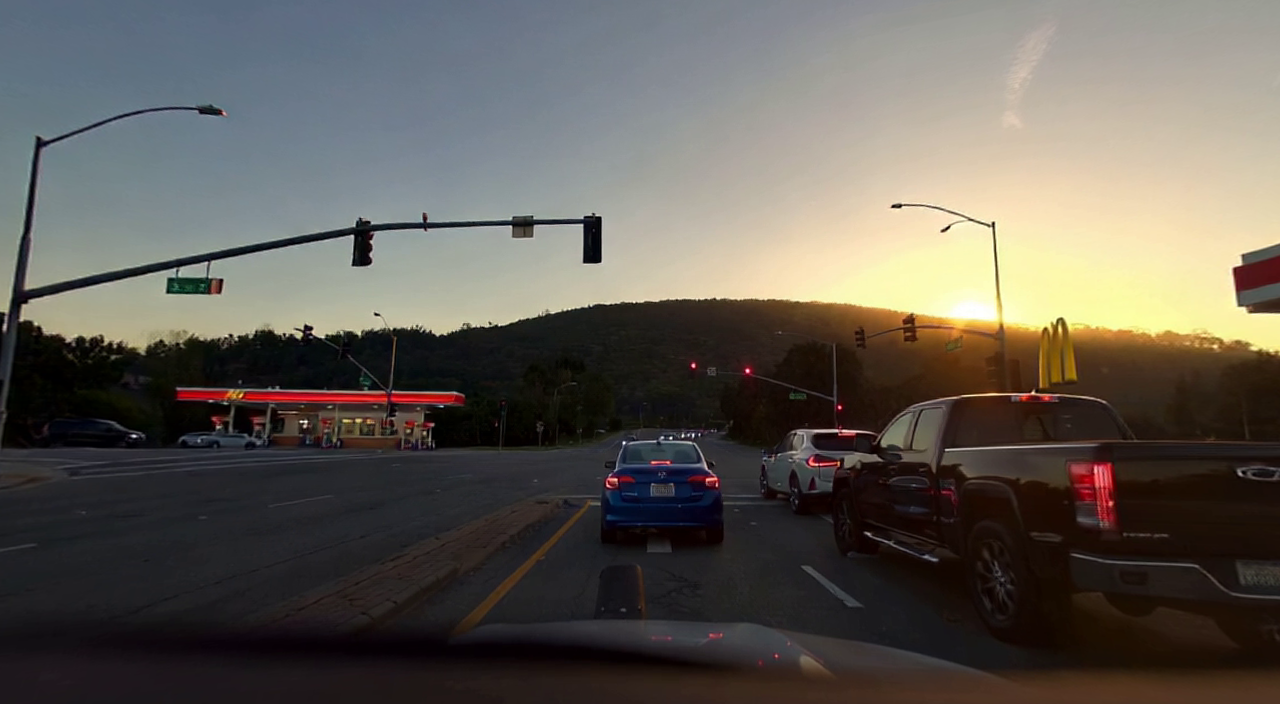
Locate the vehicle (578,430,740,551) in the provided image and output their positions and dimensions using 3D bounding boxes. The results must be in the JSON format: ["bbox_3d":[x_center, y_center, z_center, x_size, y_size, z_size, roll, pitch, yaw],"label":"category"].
[{"bbox_3d":[0.231,2.016,9.869,2.027,1.494,3.824,0,-8,0],"label":"vehicle"}]

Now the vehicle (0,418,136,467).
[{"bbox_3d":[-21.972,3.360,23.451,4.742,1.720,2.107,-1,-8,4],"label":"vehicle"}]

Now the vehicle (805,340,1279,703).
[{"bbox_3d":[3.560,1.311,6.130,2.277,1.871,6.143,0,-8,0],"label":"vehicle"}]

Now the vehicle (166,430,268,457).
[{"bbox_3d":[-23.098,5.032,34.487,4.326,1.420,1.798,-1,-8,4],"label":"vehicle"}]
